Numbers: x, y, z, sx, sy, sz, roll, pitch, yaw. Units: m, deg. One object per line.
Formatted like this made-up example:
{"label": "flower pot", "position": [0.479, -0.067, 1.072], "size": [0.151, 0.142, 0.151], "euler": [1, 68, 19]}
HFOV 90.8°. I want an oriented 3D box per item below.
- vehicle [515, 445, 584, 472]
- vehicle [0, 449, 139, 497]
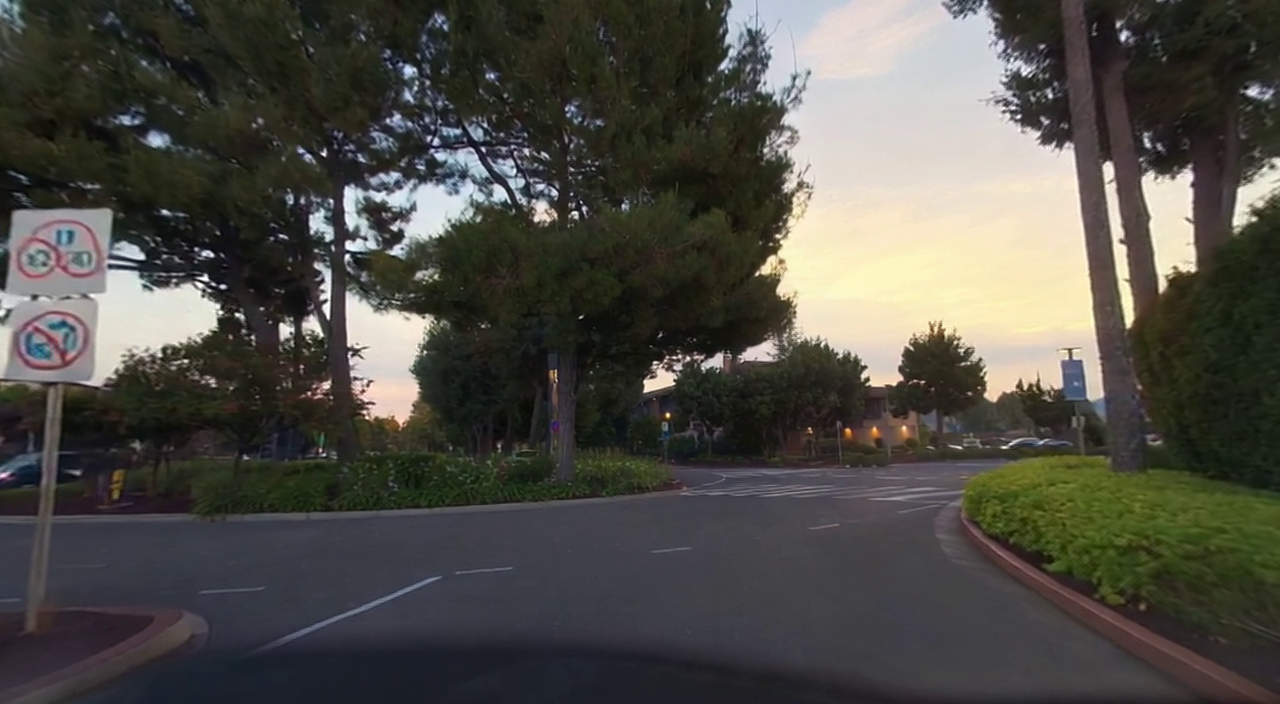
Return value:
{"label": "vehicle", "position": [-5.999, 6.983, 41.503], "size": [4.490, 1.672, 2.019], "euler": [-8, -11, 41]}
{"label": "vehicle", "position": [-21.795, 4.476, 23.798], "size": [2.088, 1.581, 4.345], "euler": [-1, -8, 4]}
